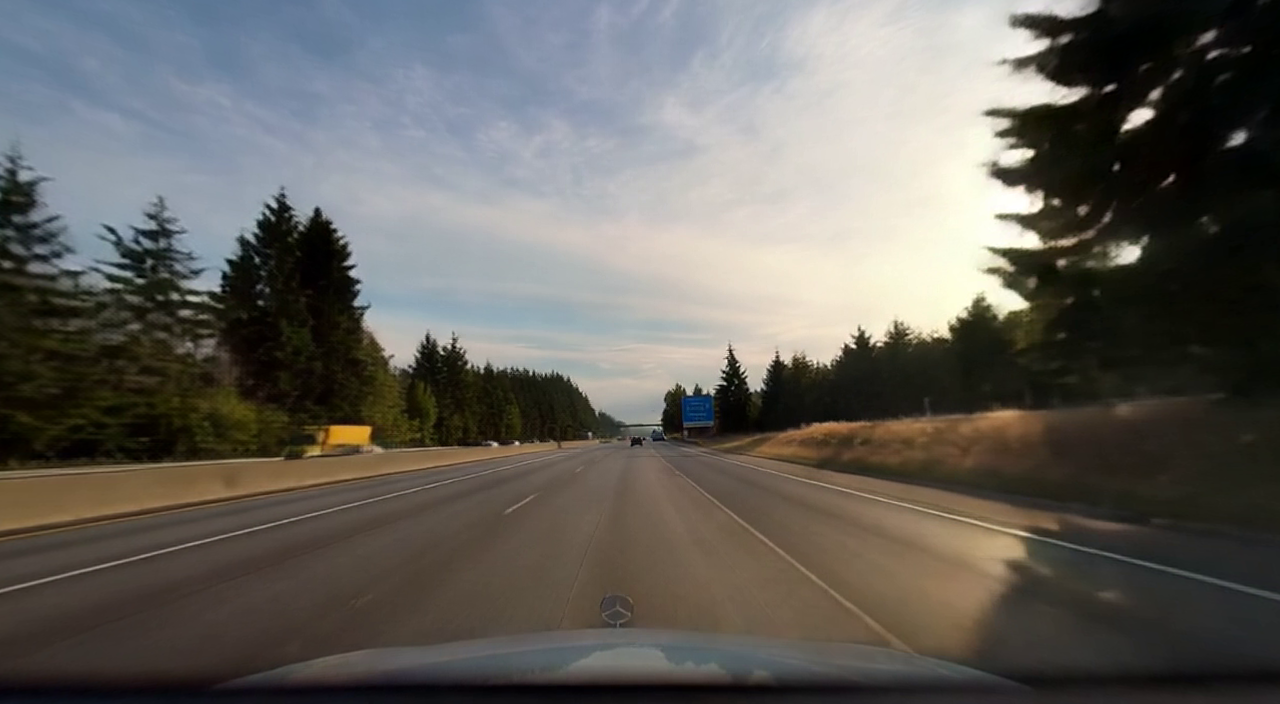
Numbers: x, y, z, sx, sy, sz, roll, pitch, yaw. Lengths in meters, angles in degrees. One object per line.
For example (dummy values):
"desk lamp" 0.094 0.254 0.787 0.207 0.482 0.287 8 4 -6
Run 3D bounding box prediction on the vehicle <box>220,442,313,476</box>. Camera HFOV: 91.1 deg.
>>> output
"vehicle" -17.935 5.121 30.474 1.979 1.497 4.154 0 -8 -1

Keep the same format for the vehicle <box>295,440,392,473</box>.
"vehicle" -13.808 4.848 29.697 2.081 1.380 5.160 0 -8 0
